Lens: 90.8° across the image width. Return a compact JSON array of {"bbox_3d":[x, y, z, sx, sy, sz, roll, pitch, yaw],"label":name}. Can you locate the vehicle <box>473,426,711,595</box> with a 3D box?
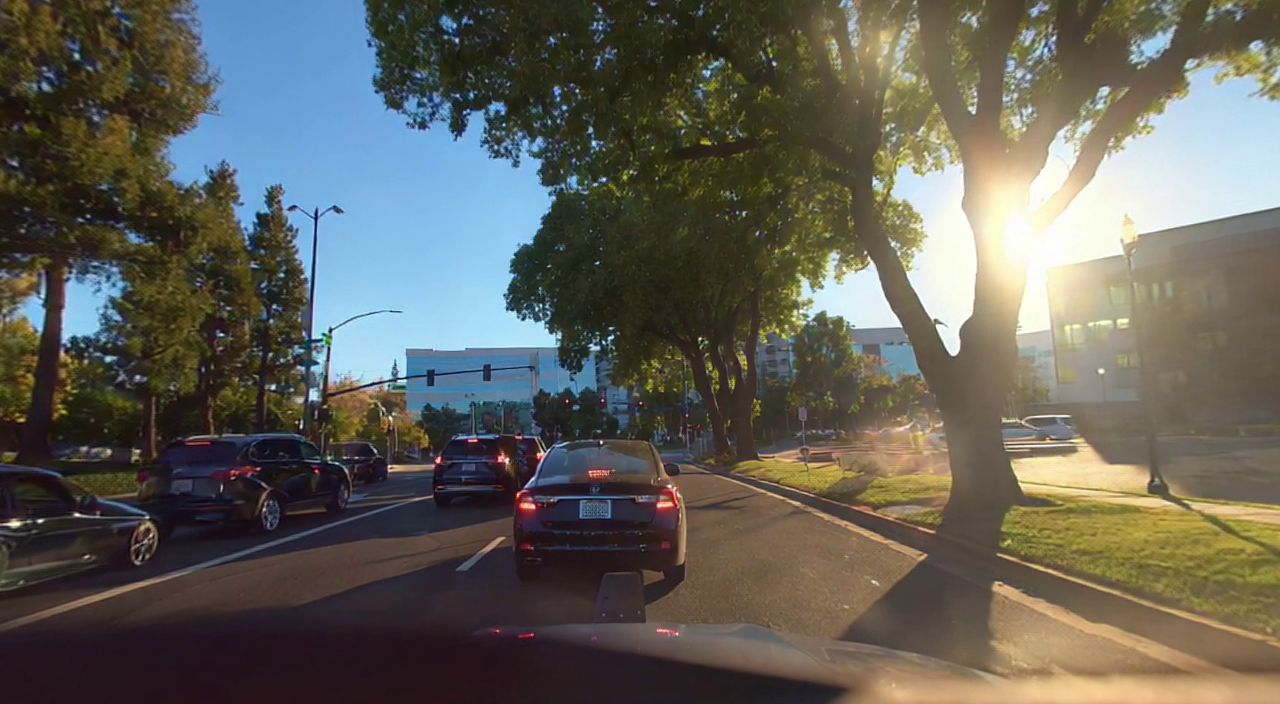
[{"bbox_3d":[-0.415,1.708,7.633,2.104,1.472,3.946,0,-9,0],"label":"vehicle"}]

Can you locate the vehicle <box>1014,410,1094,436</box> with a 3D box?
[{"bbox_3d":[30.301,5.255,46.420,4.627,1.671,1.929,-5,-10,29],"label":"vehicle"}]

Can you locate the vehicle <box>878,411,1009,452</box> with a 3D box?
[{"bbox_3d":[13.931,3.700,29.221,4.975,1.809,1.956,0,-9,1],"label":"vehicle"}]

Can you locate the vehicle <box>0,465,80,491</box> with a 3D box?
[{"bbox_3d":[-36.616,7.553,37.954,4.093,1.440,1.804,0,-9,-2],"label":"vehicle"}]

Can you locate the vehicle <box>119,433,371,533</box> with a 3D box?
[{"bbox_3d":[-7.275,2.433,12.344,2.096,1.593,4.288,0,-9,0],"label":"vehicle"}]

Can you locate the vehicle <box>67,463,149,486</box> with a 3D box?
[{"bbox_3d":[-36.418,8.393,43.290,3.918,1.423,1.861,-1,-9,2],"label":"vehicle"}]
